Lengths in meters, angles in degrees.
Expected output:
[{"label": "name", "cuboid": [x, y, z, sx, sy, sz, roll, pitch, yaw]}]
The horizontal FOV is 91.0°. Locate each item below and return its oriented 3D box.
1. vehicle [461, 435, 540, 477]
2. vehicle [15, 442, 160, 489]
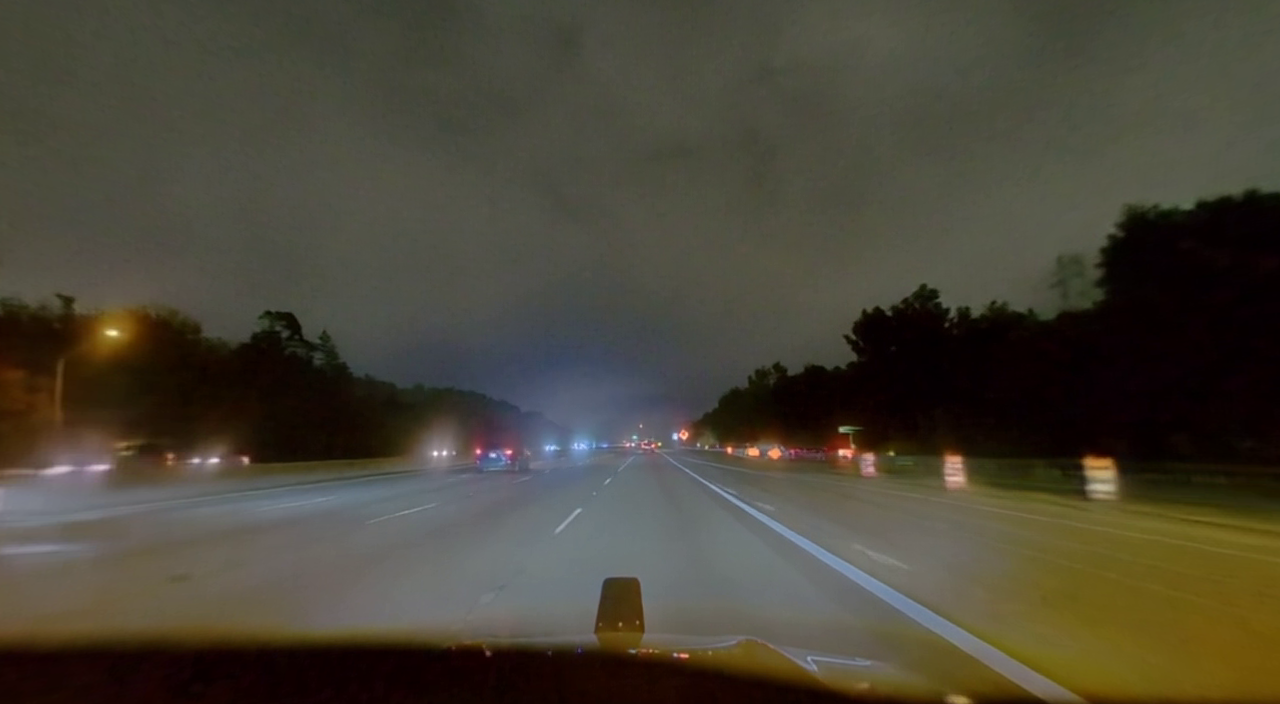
[{"label": "vehicle", "cuboid": [-6.185, 4.673, 28.537, 2.402, 1.733, 4.512, 0, -8, 2]}, {"label": "vehicle", "cuboid": [-18.480, 3.780, 21.297, 1.582, 1.440, 3.554, 0, -9, 1]}]
